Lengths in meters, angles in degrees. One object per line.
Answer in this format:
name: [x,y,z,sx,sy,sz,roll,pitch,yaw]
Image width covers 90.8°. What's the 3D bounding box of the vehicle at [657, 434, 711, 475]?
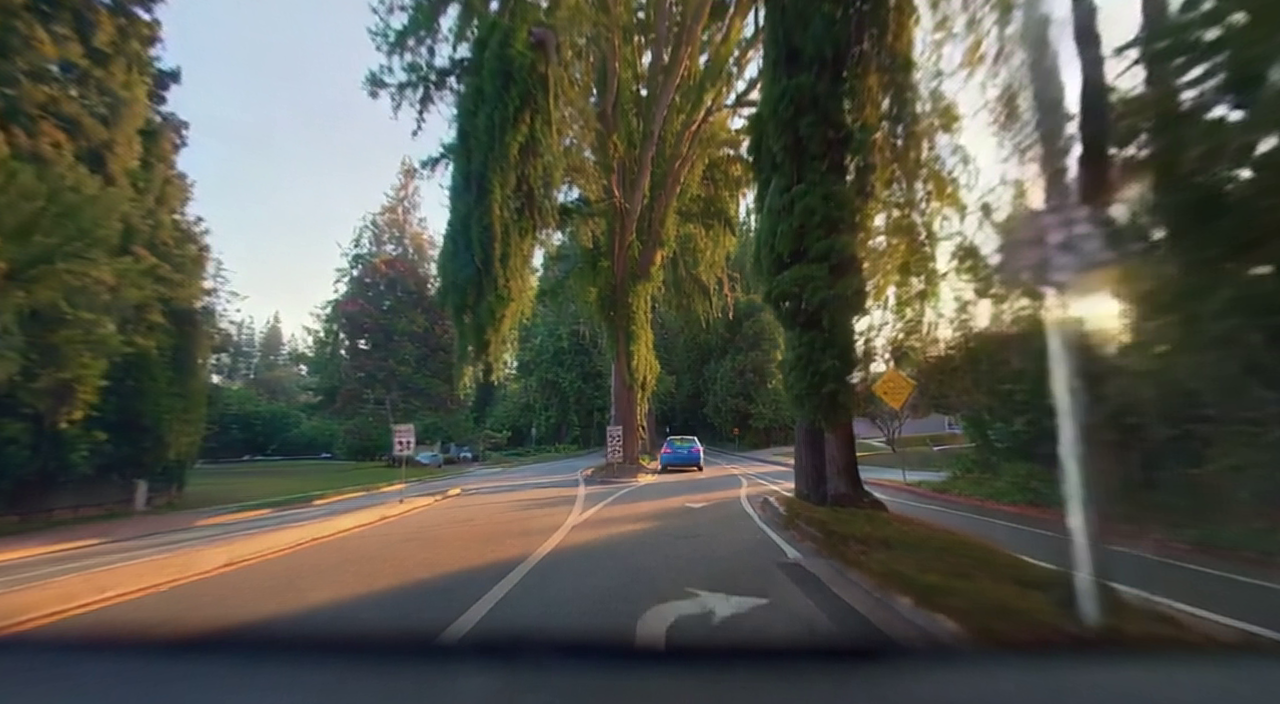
vehicle: [1.991,4.581,28.487,2.216,1.708,4.110,-1,-8,4]
